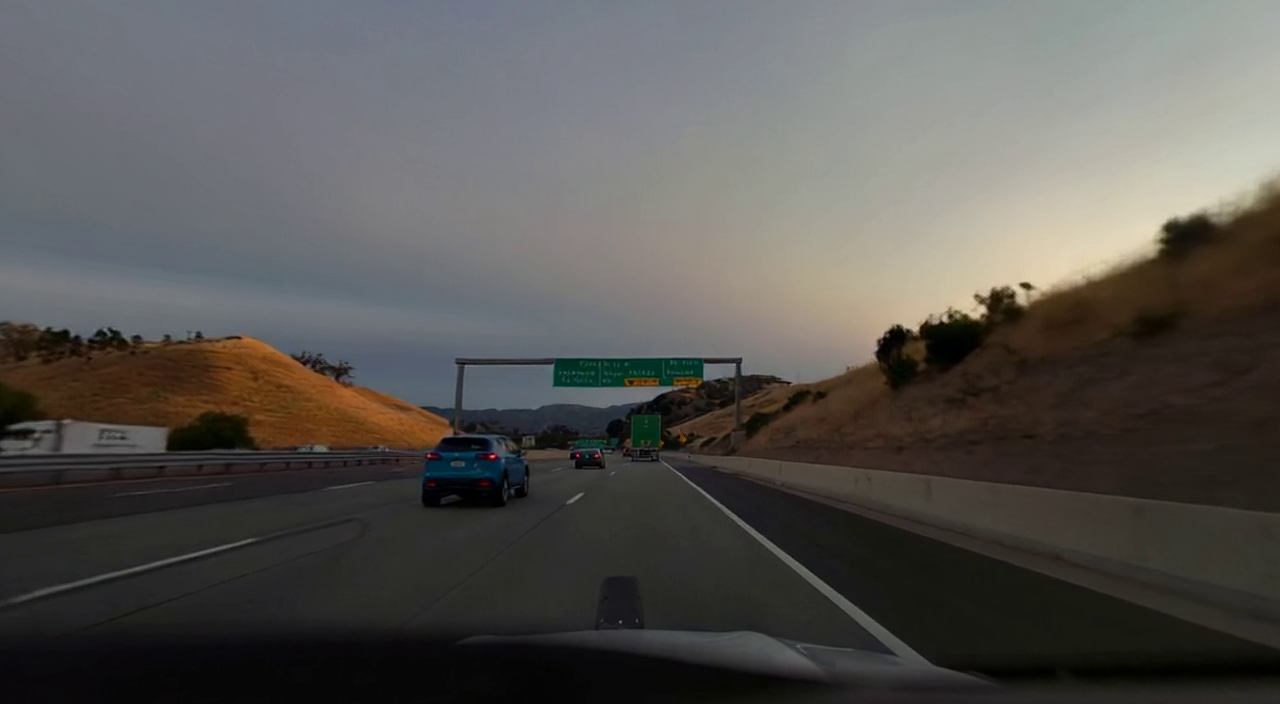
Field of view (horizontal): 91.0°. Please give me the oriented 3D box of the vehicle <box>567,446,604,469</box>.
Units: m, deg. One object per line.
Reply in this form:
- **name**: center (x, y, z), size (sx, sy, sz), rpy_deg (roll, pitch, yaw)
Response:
- **vehicle**: center (-3.763, 7.379, 44.202), size (2.101, 1.476, 4.471), rpy_deg (0, -9, 1)

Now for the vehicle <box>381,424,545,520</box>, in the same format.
- **vehicle**: center (-3.644, 2.585, 14.088), size (2.194, 1.725, 4.698), rpy_deg (0, -9, 1)
